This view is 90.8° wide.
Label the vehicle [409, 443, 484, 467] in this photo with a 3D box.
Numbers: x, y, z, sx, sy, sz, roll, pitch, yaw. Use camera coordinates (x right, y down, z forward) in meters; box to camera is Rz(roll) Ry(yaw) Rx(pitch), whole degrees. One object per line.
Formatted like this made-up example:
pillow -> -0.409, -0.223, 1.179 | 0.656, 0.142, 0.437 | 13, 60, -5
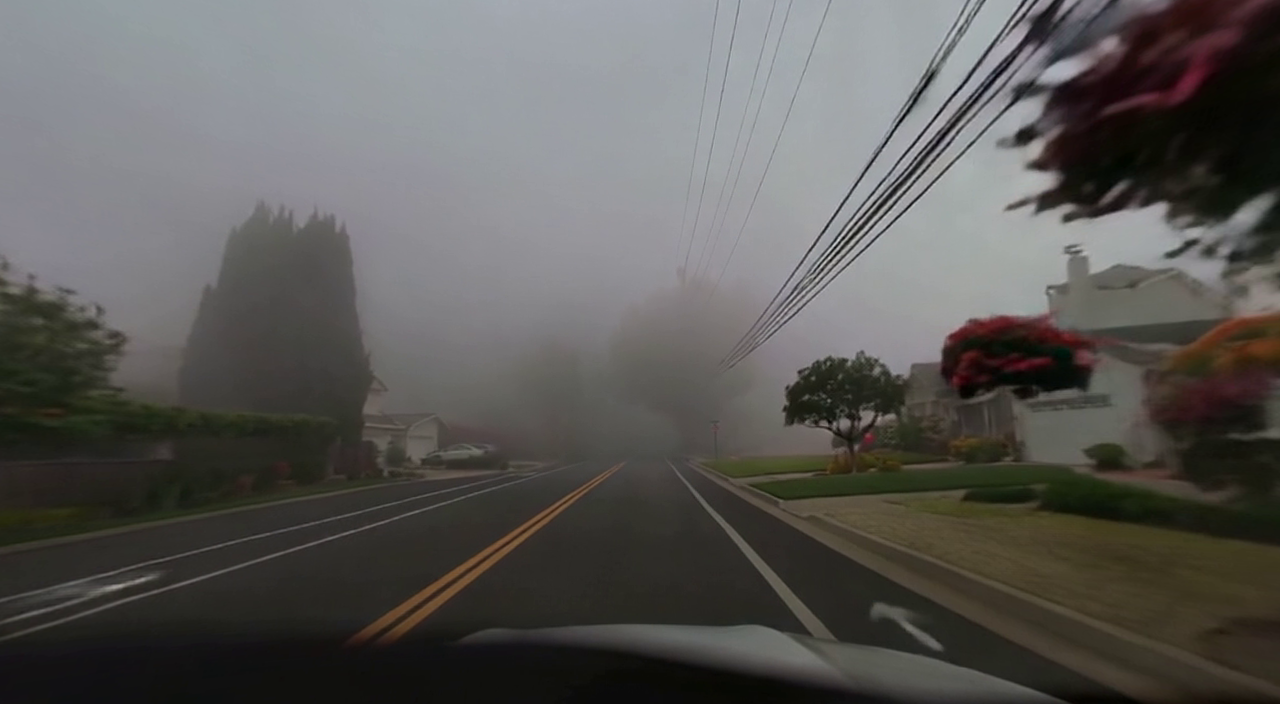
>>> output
vehicle -> -13.627, 7.264, 44.721 | 4.554, 1.535, 2.261 | 0, -8, -2
